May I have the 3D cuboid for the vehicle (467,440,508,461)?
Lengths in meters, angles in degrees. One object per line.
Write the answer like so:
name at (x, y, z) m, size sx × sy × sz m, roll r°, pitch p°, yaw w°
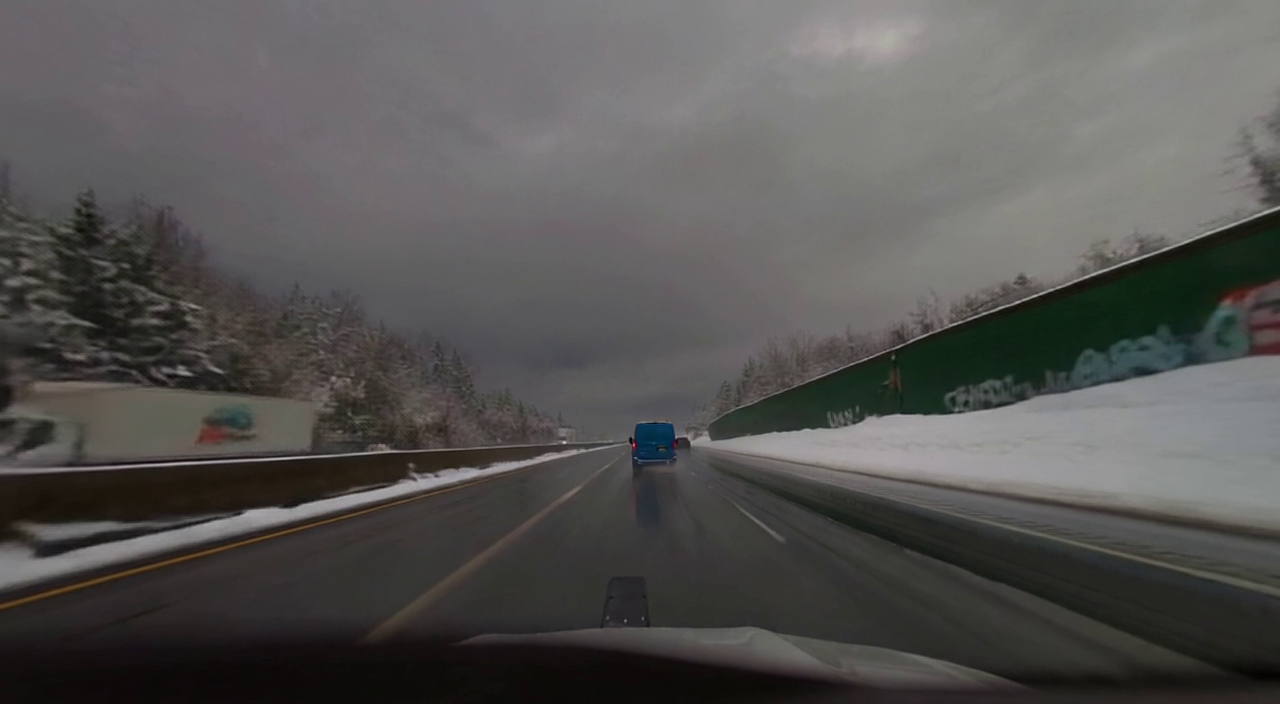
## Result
vehicle at (-11.966, 7.744, 49.620) m, size 1.956 × 1.510 × 4.329 m, roll 0°, pitch -8°, yaw 2°

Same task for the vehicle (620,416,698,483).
vehicle at (0.544, 3.174, 20.618) m, size 2.283 × 1.956 × 4.421 m, roll 0°, pitch -8°, yaw 0°

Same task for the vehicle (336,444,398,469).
vehicle at (-16.687, 6.391, 38.613) m, size 1.826 × 1.450 × 4.080 m, roll 0°, pitch -8°, yaw 2°

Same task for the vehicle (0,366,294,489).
vehicle at (-21.014, 3.515, 28.064) m, size 2.948 × 4.094 × 14.078 m, roll 0°, pitch -8°, yaw 1°

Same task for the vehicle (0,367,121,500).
vehicle at (-21.032, 2.718, 20.939) m, size 2.894 × 4.043 × 4.966 m, roll 1°, pitch -8°, yaw 1°
